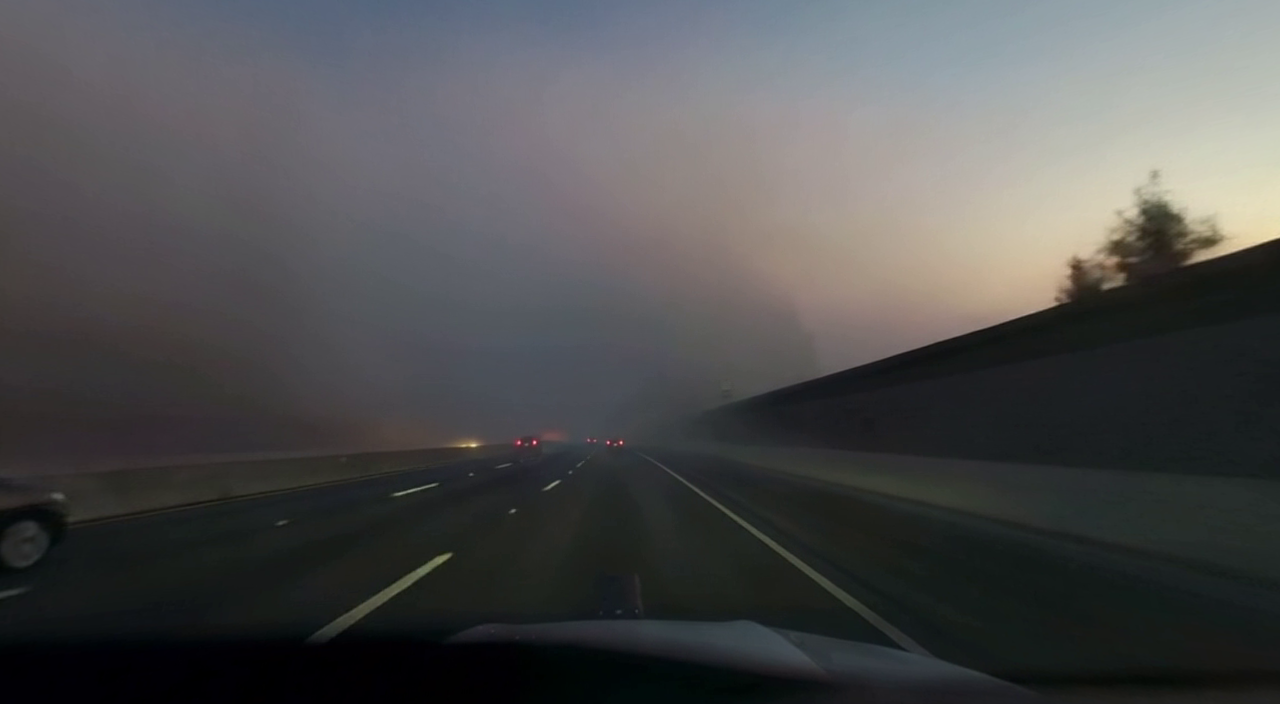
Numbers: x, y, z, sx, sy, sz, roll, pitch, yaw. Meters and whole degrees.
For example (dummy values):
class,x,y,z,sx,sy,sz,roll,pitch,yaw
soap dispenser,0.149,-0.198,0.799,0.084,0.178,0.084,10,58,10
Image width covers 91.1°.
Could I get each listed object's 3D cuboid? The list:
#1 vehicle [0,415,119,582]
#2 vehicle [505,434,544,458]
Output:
class,x,y,z,sx,sy,sz,roll,pitch,yaw
vehicle,-6.874,1.240,4.948,1.972,1.532,4.222,0,-8,-1
vehicle,-7.787,6.337,42.691,1.988,1.505,4.044,0,-8,-2
